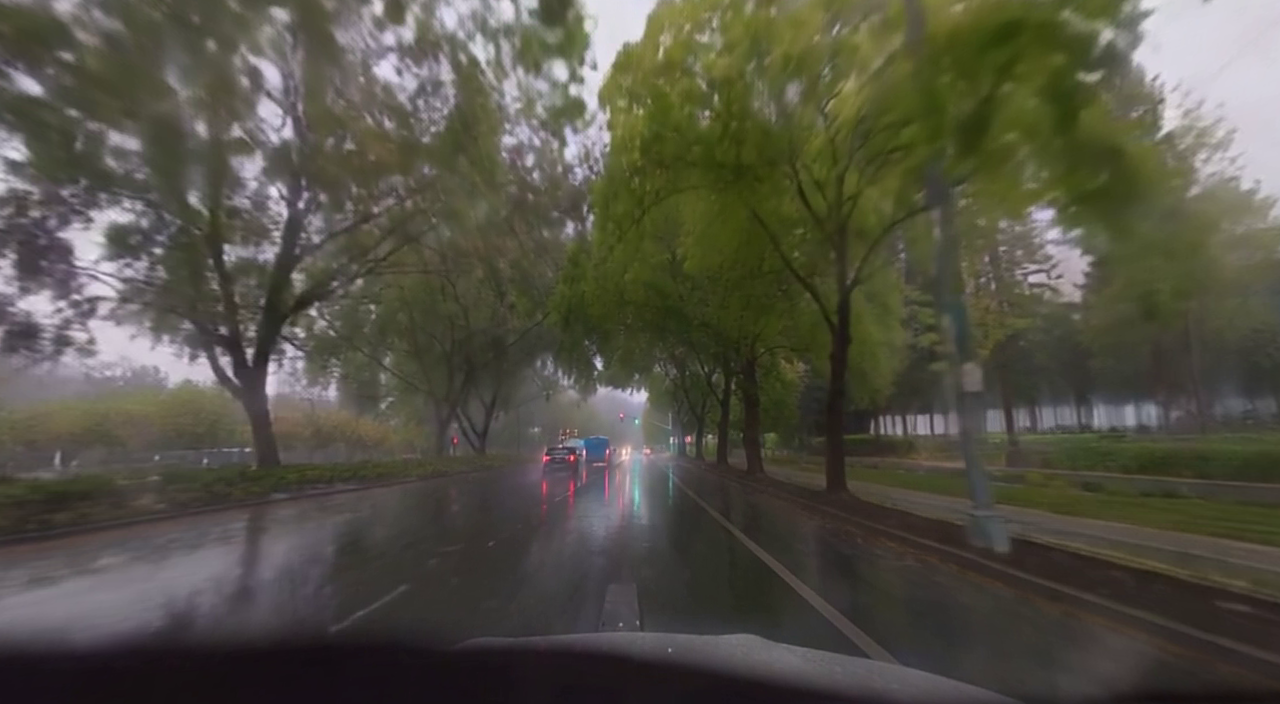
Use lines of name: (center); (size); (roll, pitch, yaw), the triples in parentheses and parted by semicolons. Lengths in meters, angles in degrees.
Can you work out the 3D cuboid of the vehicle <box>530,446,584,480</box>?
vehicle: (-3.894, 5.292, 30.264); (2.009, 1.473, 4.028); (0, -9, 0)
